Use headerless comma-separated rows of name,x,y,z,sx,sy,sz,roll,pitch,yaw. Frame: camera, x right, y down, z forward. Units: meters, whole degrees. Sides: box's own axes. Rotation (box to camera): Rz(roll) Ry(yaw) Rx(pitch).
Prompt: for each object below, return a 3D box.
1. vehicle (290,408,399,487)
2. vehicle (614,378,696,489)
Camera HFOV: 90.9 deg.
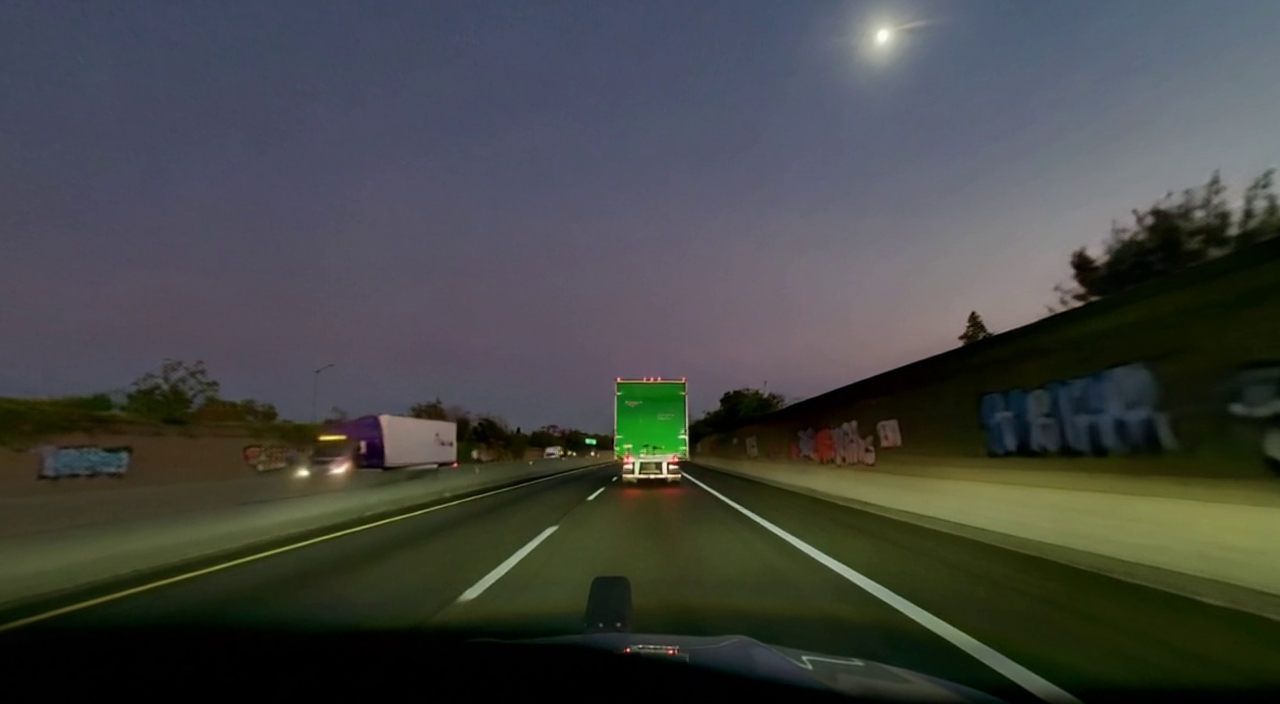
vehicle,-16.064,5.296,34.825,3.009,3.980,5.790,0,-9,1
vehicle,0.435,3.677,27.572,2.900,3.955,10.151,0,-9,-1
